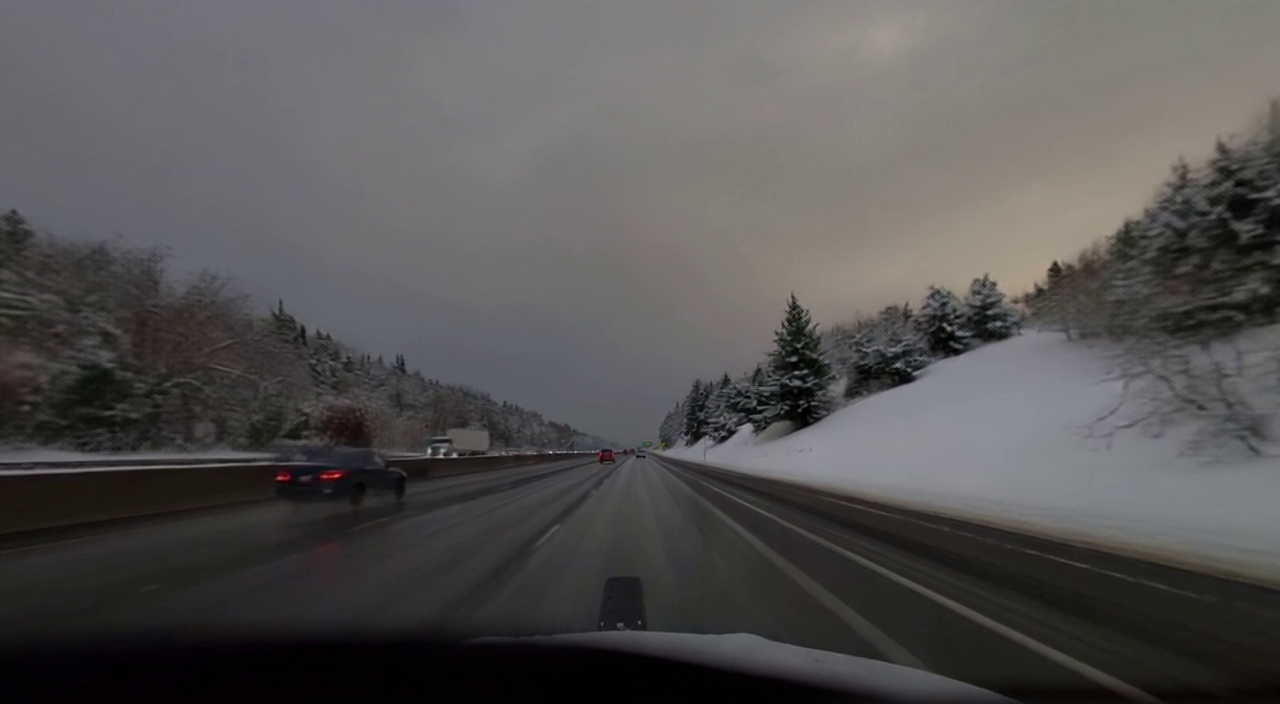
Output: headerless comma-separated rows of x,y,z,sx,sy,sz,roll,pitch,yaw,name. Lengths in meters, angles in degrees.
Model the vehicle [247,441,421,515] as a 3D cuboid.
-6.997,2.909,15.017,1.966,1.476,4.240,0,-9,1,vehicle
